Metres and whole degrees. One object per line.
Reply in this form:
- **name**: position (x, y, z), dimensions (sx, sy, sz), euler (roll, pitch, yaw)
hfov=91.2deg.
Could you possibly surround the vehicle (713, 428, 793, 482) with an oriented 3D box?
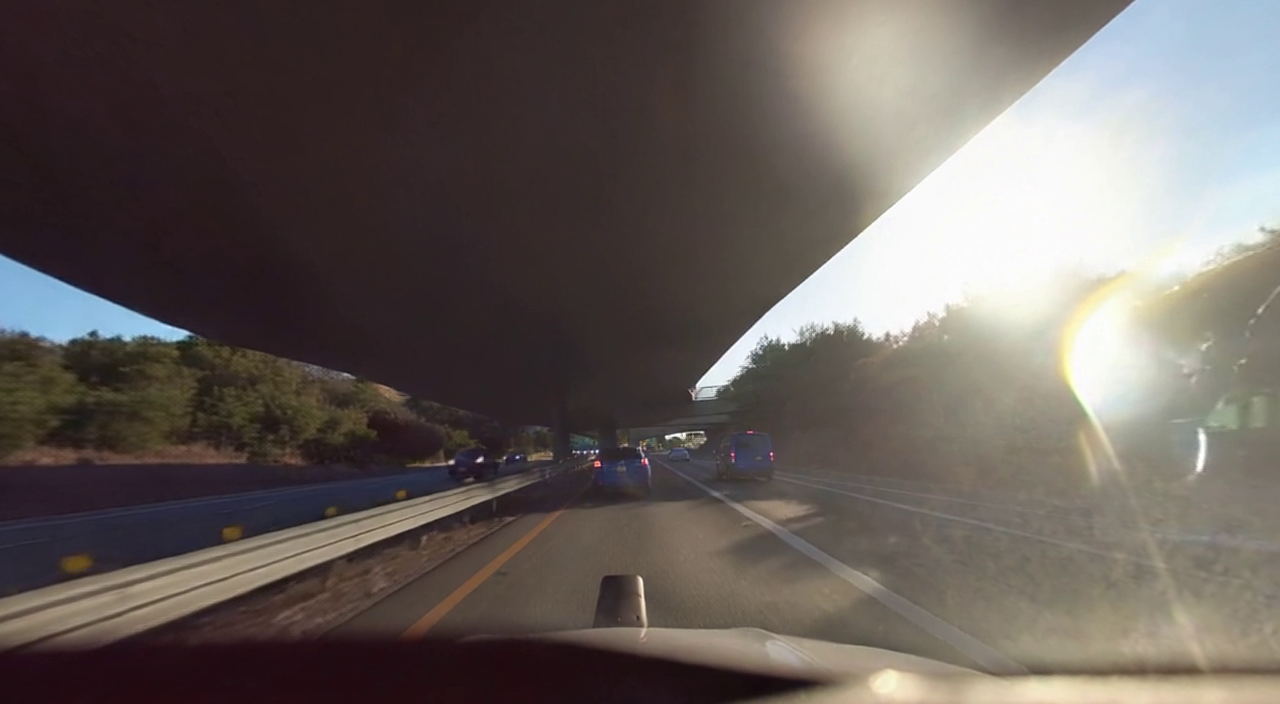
- **vehicle**: position (4.439, 4.153, 25.458), dimensions (2.261, 1.952, 4.784), euler (0, -9, -1)

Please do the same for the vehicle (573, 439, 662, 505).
- **vehicle**: position (-0.518, 3.037, 16.269), dimensions (2.029, 1.483, 3.769), euler (0, -9, 0)

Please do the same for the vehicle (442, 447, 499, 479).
- **vehicle**: position (-8.812, 5.775, 32.879), dimensions (1.851, 1.542, 4.150), euler (0, -9, 0)
